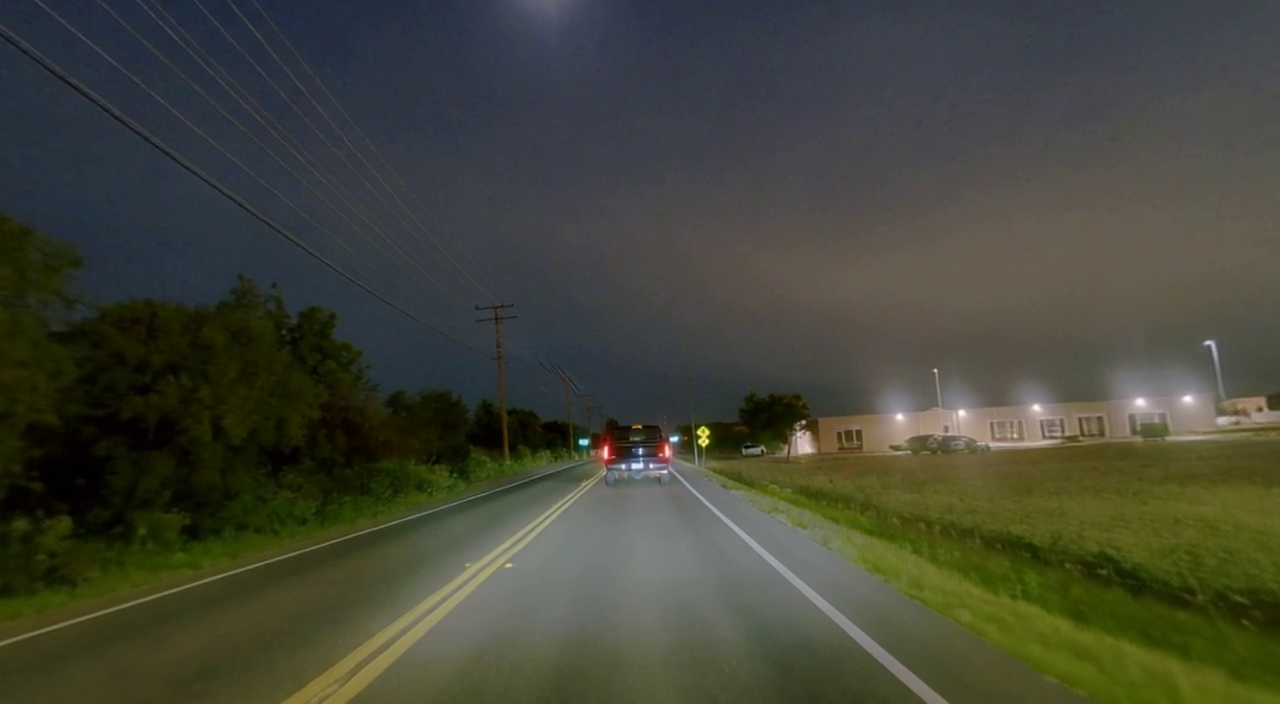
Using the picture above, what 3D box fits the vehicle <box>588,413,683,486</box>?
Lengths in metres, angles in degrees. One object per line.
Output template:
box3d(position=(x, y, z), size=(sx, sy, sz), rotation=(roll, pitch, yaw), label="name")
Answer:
box3d(position=(-0.221, 3.668, 23.964), size=(3.021, 2.326, 7.410), rotation=(0, -8, -1), label="vehicle")
